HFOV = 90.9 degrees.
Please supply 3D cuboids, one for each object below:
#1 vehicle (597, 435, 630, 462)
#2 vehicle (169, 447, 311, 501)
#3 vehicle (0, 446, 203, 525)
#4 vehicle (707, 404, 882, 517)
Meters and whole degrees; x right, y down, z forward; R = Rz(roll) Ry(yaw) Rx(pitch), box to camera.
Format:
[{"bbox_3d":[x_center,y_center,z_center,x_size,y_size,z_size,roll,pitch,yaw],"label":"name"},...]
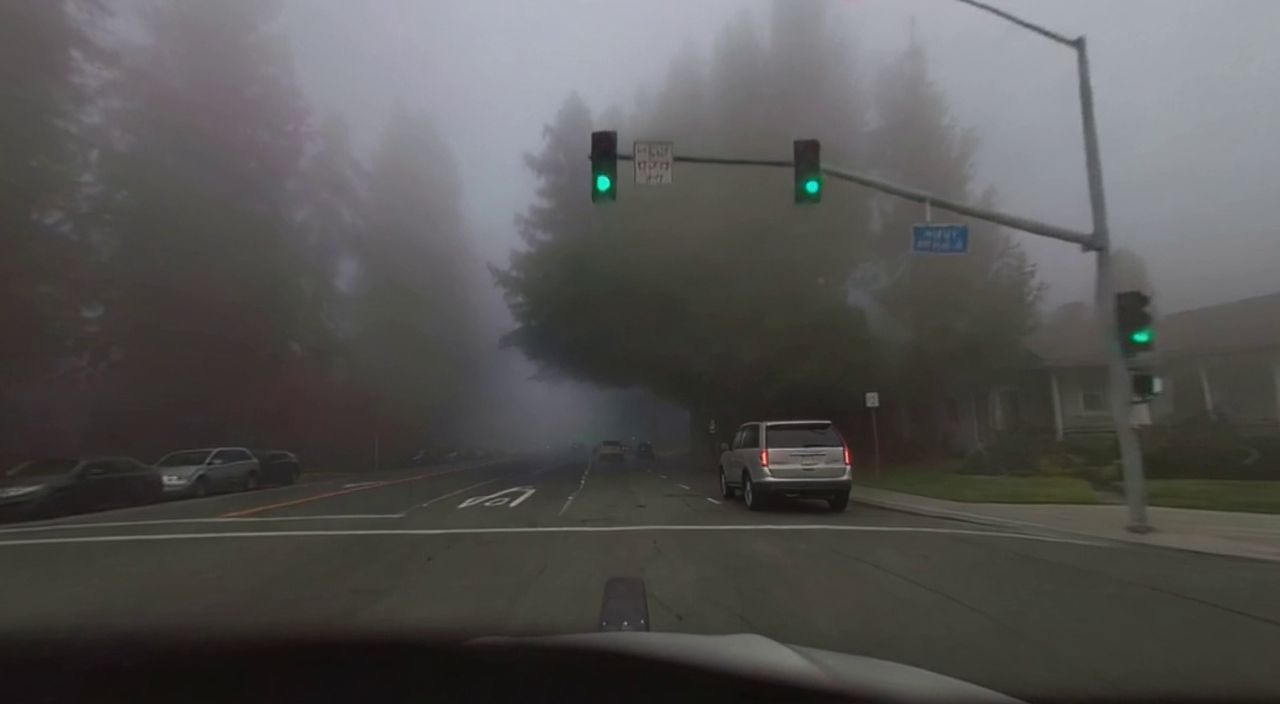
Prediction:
[{"bbox_3d":[-1.859,6.594,43.379,2.138,1.729,4.178,1,-8,-4],"label":"vehicle"},{"bbox_3d":[-13.050,3.960,20.979,1.965,1.416,4.613,-3,-8,-3],"label":"vehicle"},{"bbox_3d":[-13.141,3.091,15.109,1.955,1.509,4.640,-3,-8,1],"label":"vehicle"},{"bbox_3d":[3.146,2.373,14.457,2.338,2.063,5.592,1,-8,-3],"label":"vehicle"}]
